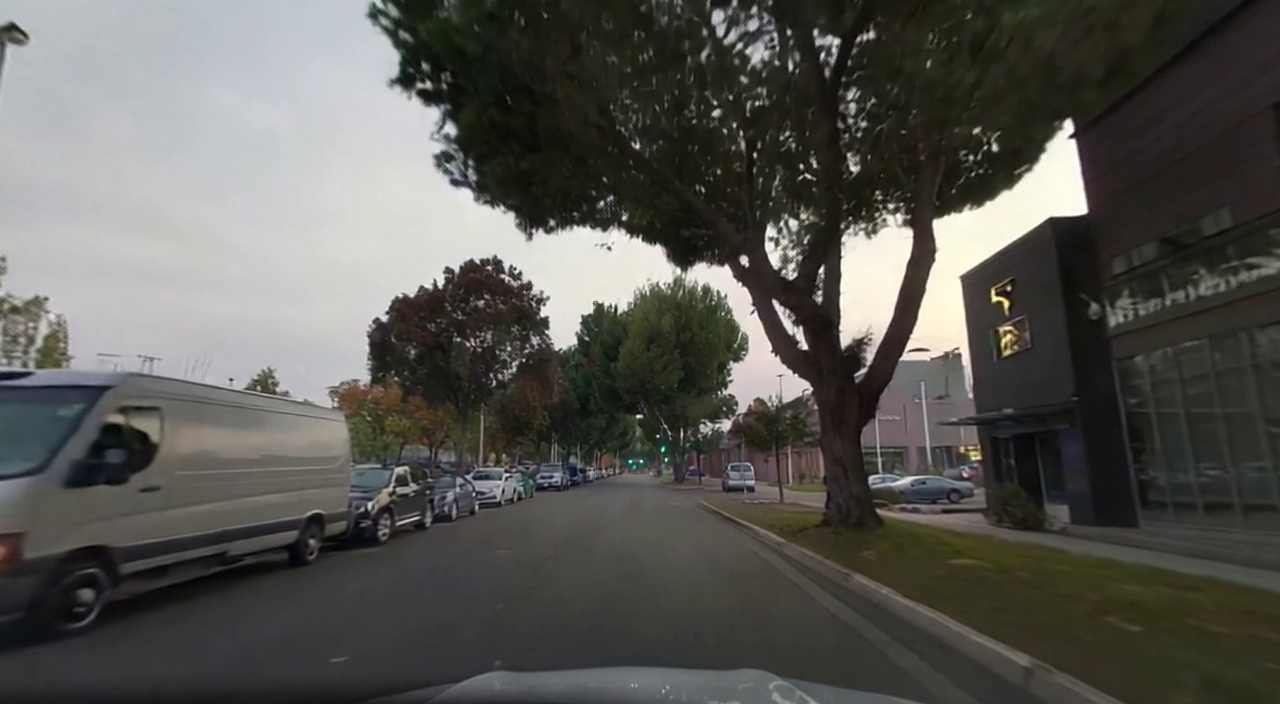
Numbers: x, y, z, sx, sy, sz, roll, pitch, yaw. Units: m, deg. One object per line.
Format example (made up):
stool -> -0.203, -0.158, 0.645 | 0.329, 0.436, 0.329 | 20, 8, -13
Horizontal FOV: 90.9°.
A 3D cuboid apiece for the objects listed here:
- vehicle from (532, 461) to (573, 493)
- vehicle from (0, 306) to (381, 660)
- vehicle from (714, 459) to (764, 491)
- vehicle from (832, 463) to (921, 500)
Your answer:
vehicle -> -5.853, 8.486, 42.919 | 2.196, 2.001, 5.548 | 1, -11, -2
vehicle -> -5.649, 1.434, 7.558 | 2.526, 2.655, 5.480 | 0, -10, 2
vehicle -> 5.765, 7.255, 37.270 | 2.054, 1.779, 4.650 | 1, -11, -2
vehicle -> 10.327, 5.738, 27.975 | 1.926, 1.469, 4.654 | 1, -11, -3
